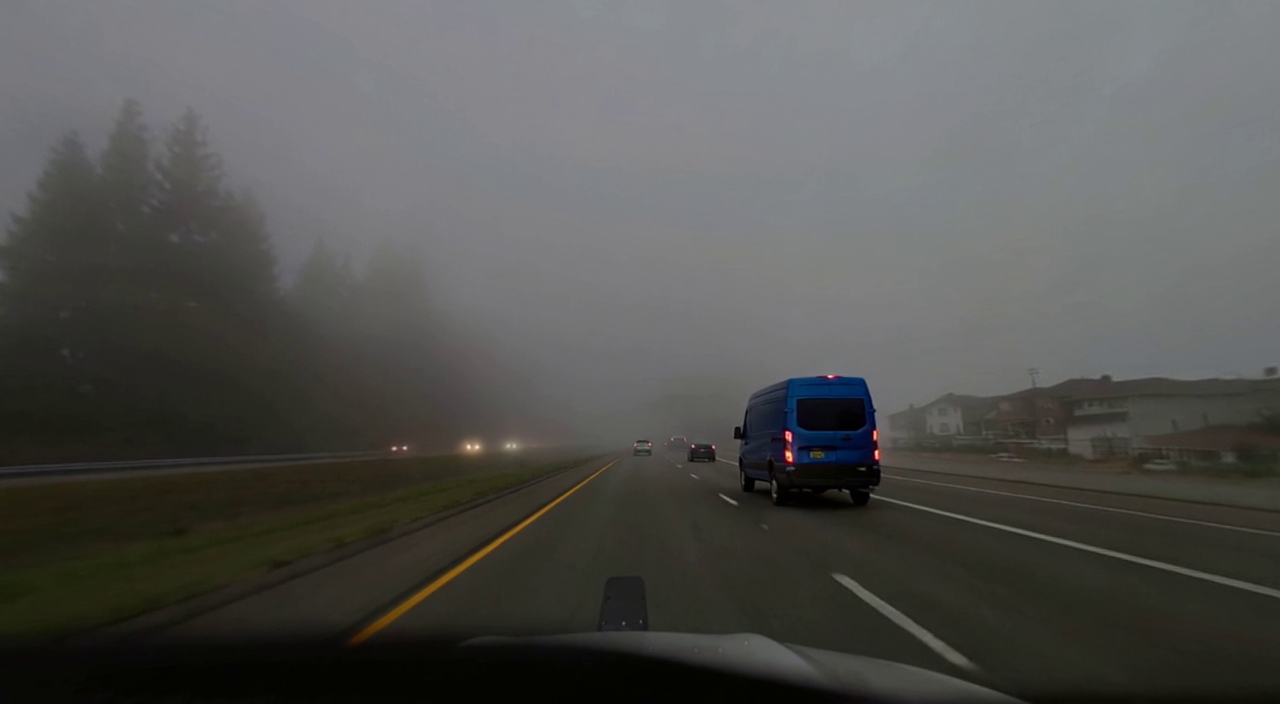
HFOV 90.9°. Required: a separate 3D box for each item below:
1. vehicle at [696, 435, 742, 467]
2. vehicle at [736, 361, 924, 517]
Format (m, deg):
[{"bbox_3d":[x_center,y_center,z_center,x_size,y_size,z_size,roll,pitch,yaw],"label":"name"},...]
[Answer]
[{"bbox_3d":[4.427,5.624,35.940,2.034,1.651,4.342,0,-8,-1],"label":"vehicle"},{"bbox_3d":[3.696,1.911,13.816,2.302,2.670,5.912,0,-8,1],"label":"vehicle"}]
